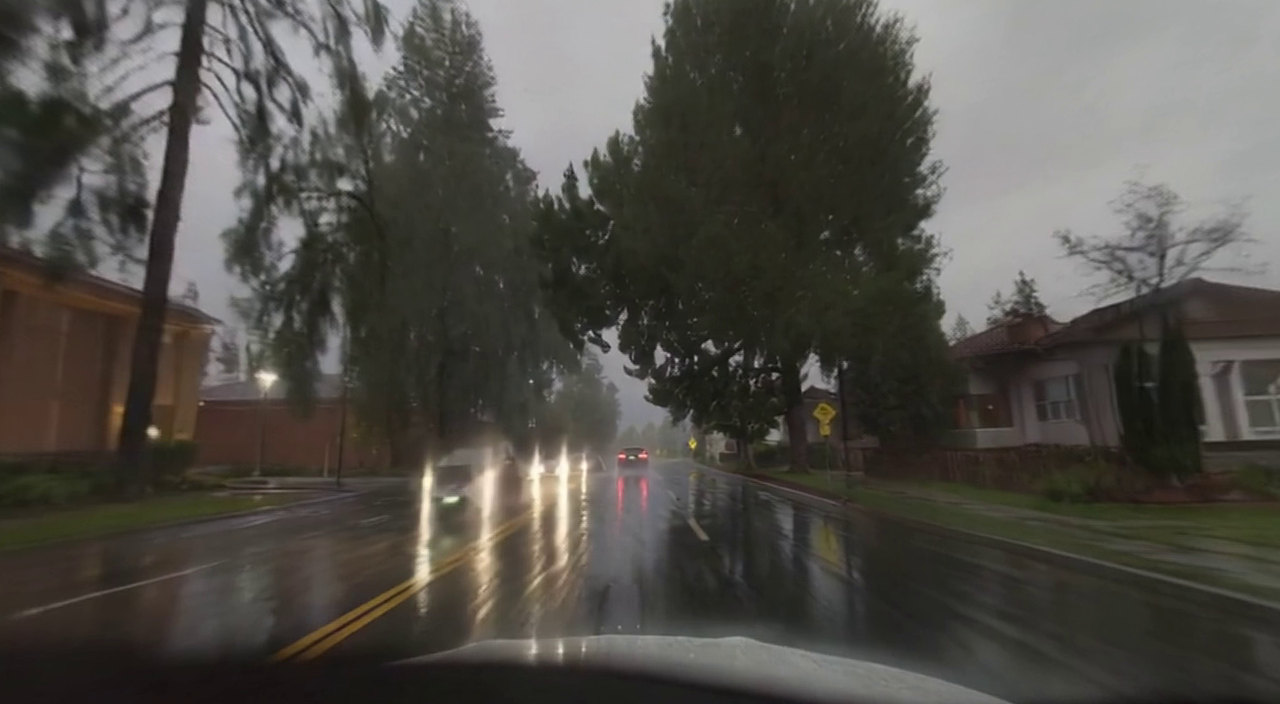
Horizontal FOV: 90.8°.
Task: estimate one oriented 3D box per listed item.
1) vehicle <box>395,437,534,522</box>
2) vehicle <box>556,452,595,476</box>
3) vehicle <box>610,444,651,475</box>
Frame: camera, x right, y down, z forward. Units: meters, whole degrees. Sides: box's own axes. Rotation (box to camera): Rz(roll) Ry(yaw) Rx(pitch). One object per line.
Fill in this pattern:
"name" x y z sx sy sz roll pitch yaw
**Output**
"vehicle" -3.995 2.971 15.321 1.977 1.729 4.625 0 -9 1
"vehicle" -4.185 7.346 41.614 2.039 1.460 4.189 0 -9 1
"vehicle" -0.558 7.078 41.884 2.554 1.902 5.329 0 -9 0
